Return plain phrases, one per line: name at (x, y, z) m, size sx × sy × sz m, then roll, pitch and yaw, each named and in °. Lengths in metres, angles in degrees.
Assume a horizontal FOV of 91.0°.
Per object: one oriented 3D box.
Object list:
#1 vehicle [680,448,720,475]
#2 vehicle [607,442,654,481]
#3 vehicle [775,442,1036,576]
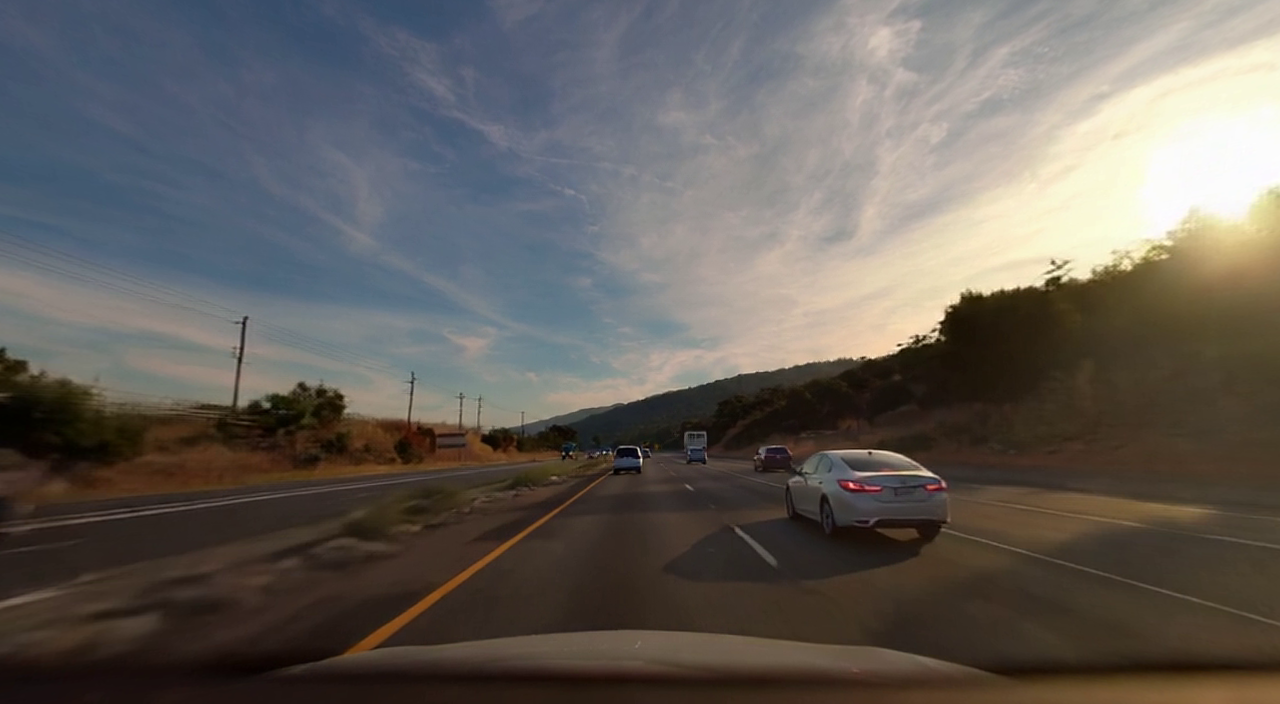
vehicle at (3.684, 6.770, 39.144) m, size 2.047 × 1.540 × 4.294 m, roll 0°, pitch -9°, yaw 0°
vehicle at (-0.406, 5.314, 30.816) m, size 2.142 × 1.724 × 4.344 m, roll 0°, pitch -9°, yaw 1°
vehicle at (3.410, 2.072, 9.112) m, size 2.004 × 1.471 × 4.032 m, roll 0°, pitch -9°, yaw 0°
